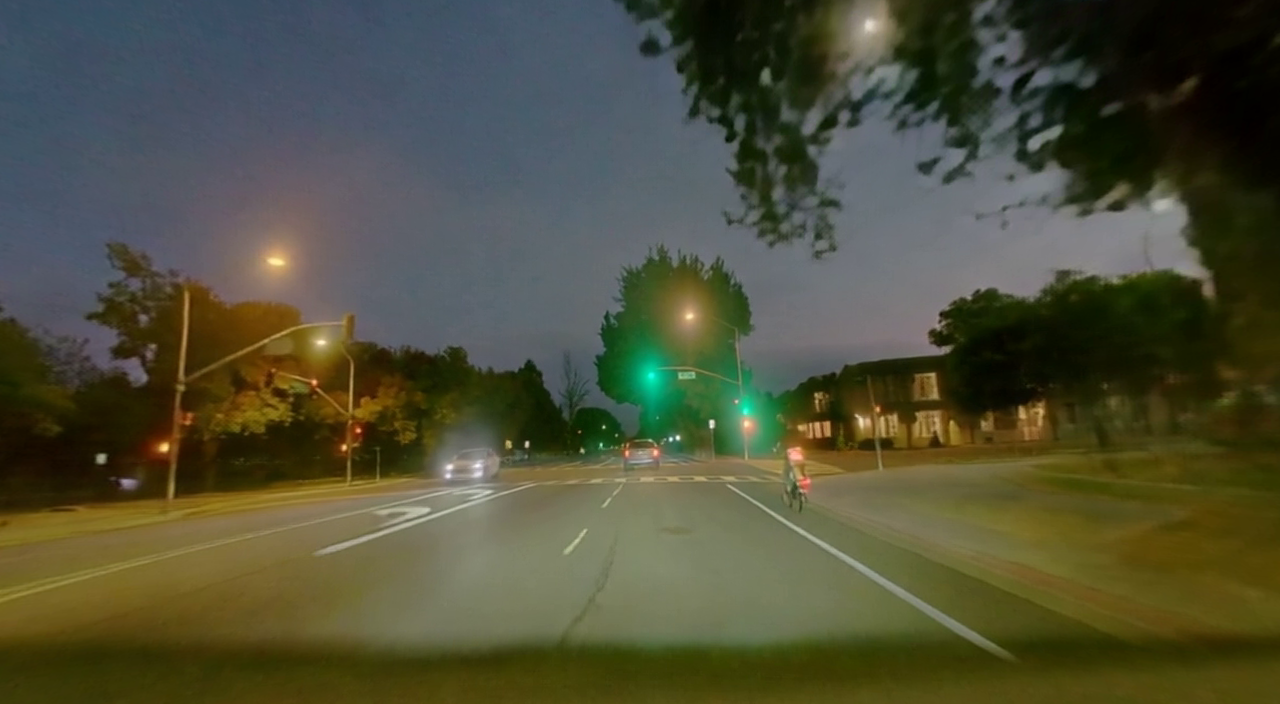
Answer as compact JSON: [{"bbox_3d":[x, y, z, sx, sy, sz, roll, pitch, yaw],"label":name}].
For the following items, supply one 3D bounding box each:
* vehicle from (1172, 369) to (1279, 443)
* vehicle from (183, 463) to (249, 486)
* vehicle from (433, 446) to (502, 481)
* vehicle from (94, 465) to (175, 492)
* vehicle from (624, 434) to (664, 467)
[{"bbox_3d":[16.089,1.372,15.588,1.982,1.705,4.677,-1,-8,3],"label":"vehicle"},{"bbox_3d":[-31.918,9.233,47.690,1.816,1.475,4.497,0,-8,1],"label":"vehicle"},{"bbox_3d":[-8.333,5.410,31.001,2.036,1.593,4.367,0,-8,2],"label":"vehicle"},{"bbox_3d":[-38.577,9.620,48.369,1.881,1.743,4.662,-2,-8,8],"label":"vehicle"},{"bbox_3d":[0.307,5.851,37.624,2.215,1.799,4.426,-1,-8,3],"label":"vehicle"}]
